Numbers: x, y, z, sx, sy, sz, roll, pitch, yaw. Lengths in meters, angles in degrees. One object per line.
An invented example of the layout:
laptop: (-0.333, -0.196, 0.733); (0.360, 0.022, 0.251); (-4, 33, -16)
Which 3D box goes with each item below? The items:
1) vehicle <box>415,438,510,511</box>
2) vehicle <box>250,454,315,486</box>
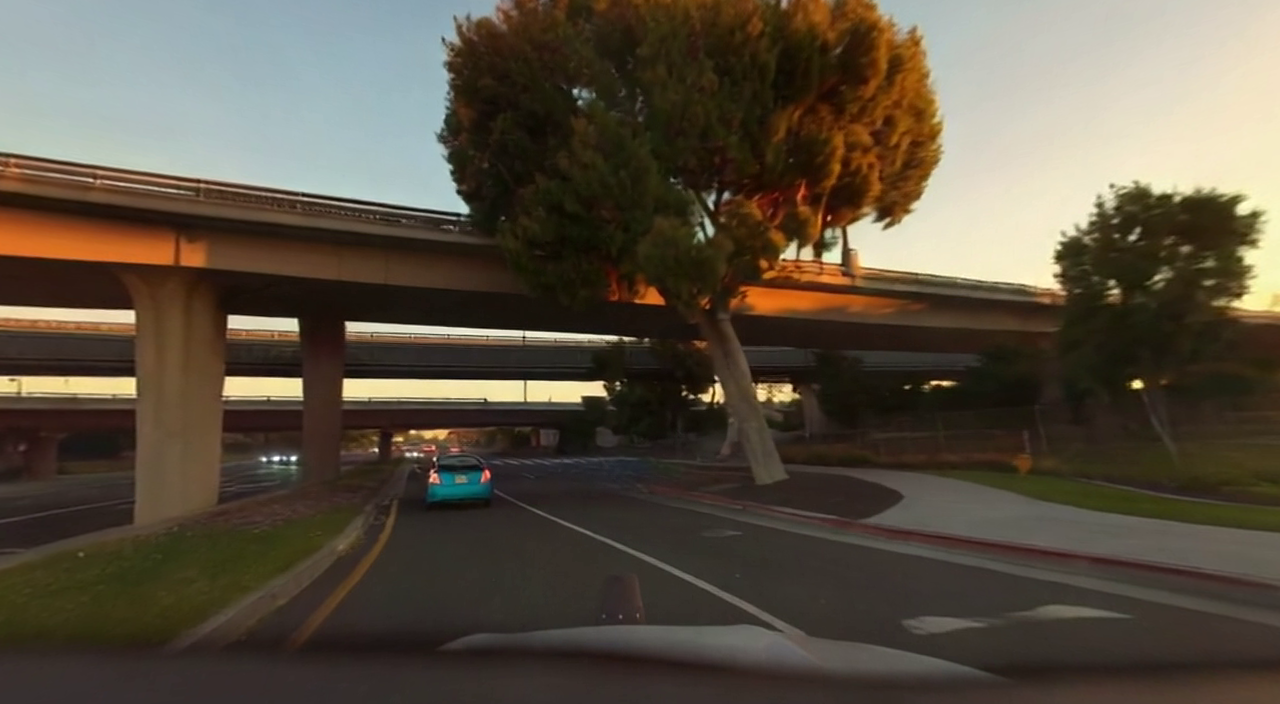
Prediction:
vehicle: (-4.627, 3.038, 16.063); (1.976, 1.584, 3.772); (3, -9, -20)
vehicle: (-19.011, 6.276, 33.673); (2.009, 1.523, 4.641); (3, -9, -17)
